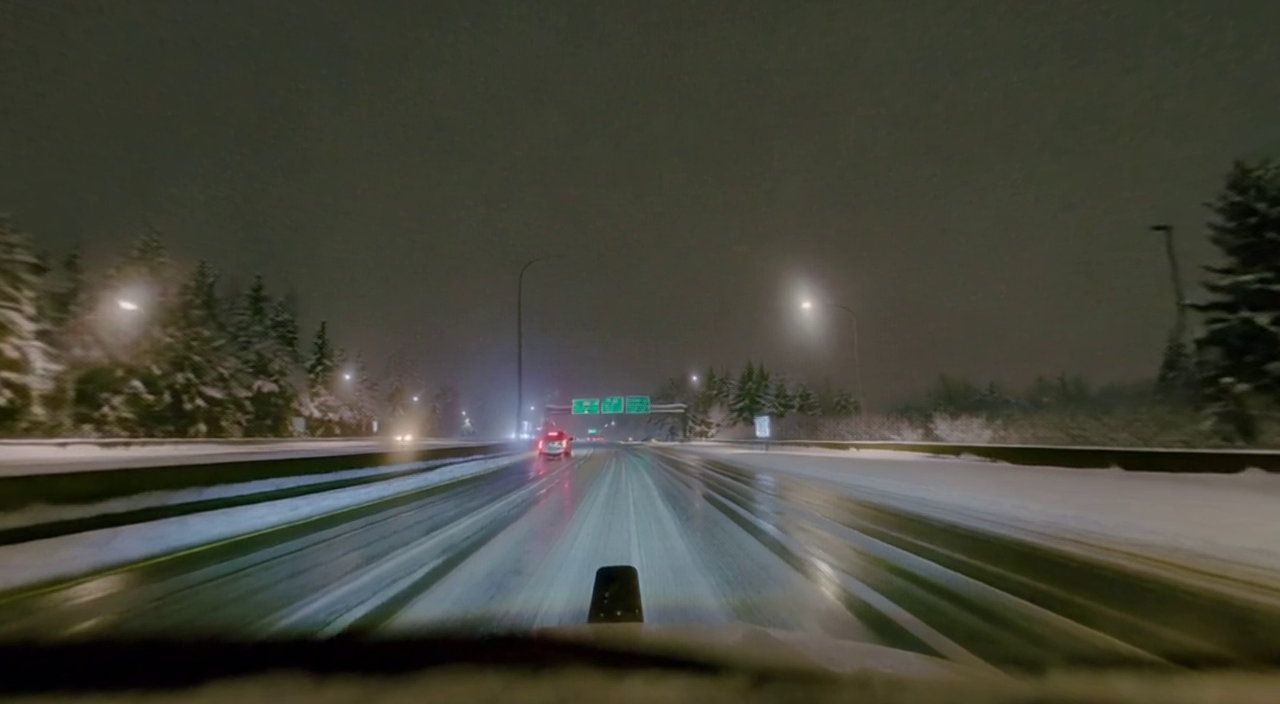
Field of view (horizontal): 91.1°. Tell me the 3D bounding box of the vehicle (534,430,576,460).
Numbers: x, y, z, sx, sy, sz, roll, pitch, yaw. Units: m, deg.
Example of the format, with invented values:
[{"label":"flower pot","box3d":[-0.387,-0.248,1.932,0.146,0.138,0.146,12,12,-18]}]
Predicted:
[{"label":"vehicle","box3d":[-4.722,5.215,35.430,1.878,1.548,3.966,0,-8,-1]}]
